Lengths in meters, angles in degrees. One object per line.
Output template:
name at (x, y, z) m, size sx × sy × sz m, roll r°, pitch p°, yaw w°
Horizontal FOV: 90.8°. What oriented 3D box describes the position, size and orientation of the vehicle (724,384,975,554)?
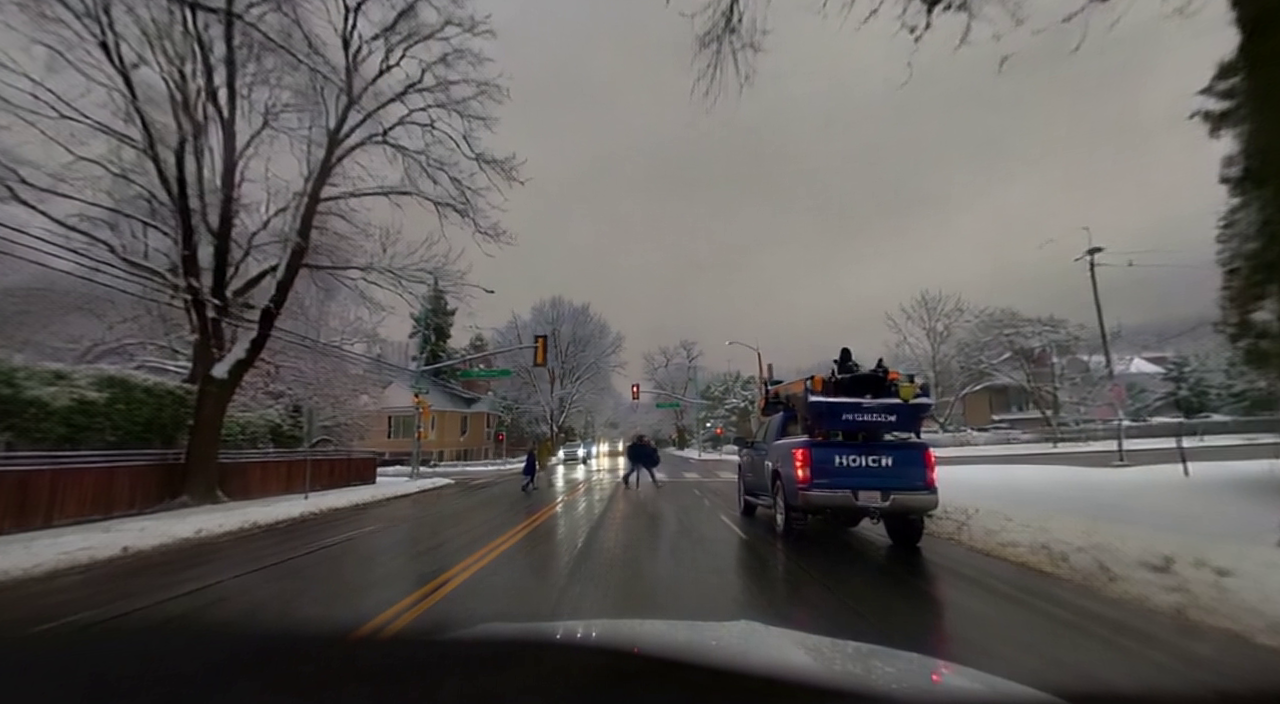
vehicle at (2.869, 1.811, 10.371) m, size 2.177 × 2.015 × 5.463 m, roll 0°, pitch -9°, yaw -1°
